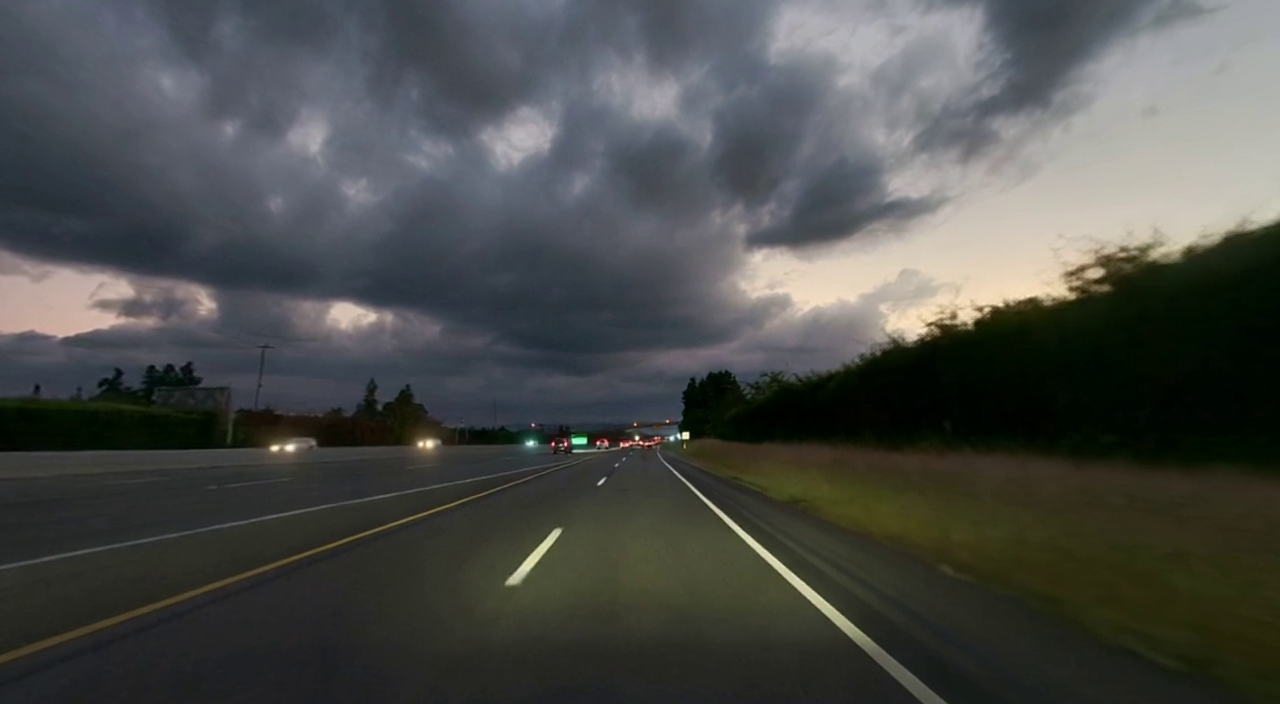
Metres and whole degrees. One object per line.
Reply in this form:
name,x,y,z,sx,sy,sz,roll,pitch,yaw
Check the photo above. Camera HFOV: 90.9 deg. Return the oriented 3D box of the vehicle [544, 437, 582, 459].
vehicle,-5.667,7.106,46.852,2.141,1.612,3.998,-1,-8,4
